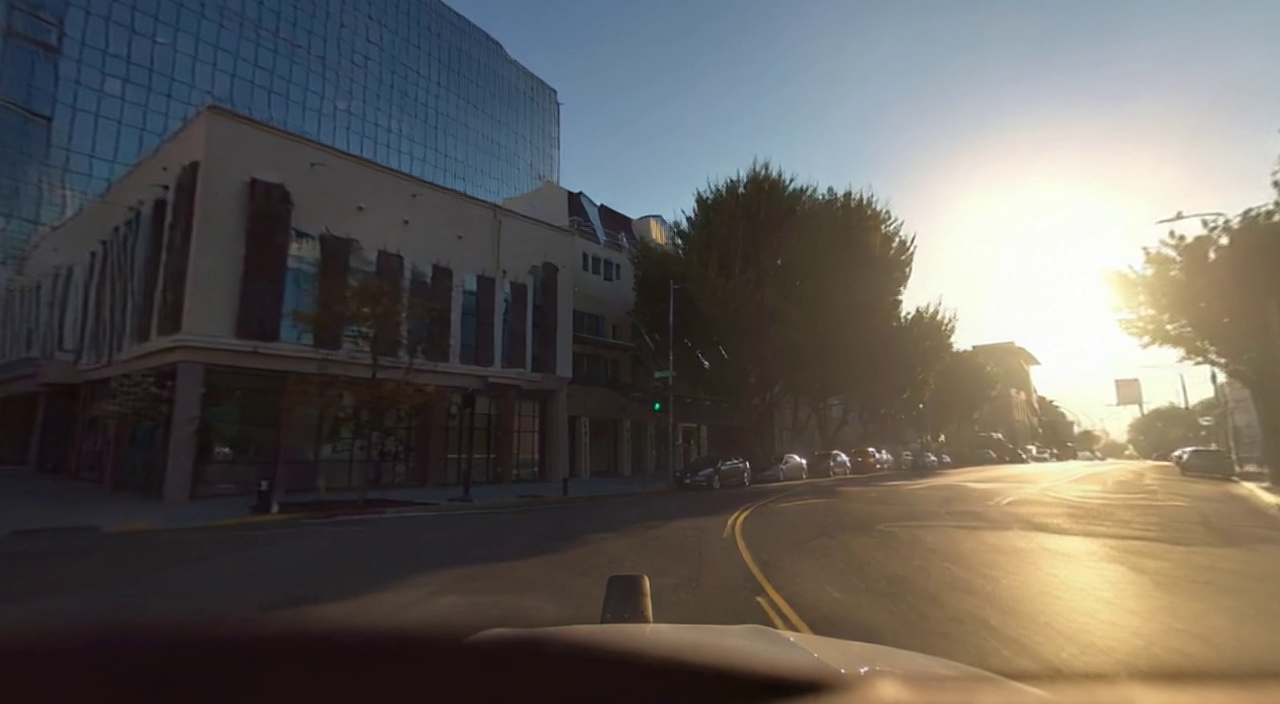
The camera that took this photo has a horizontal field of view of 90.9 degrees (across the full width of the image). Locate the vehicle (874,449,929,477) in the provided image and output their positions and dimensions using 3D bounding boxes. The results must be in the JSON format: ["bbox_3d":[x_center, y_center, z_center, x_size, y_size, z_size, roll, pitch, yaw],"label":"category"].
[{"bbox_3d":[15.456,6.500,37.135,1.852,1.465,4.092,-7,-11,38],"label":"vehicle"}]

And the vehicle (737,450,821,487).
[{"bbox_3d":[7.140,5.839,31.983,2.179,1.658,4.765,-7,-11,39],"label":"vehicle"}]

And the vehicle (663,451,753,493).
[{"bbox_3d":[3.050,5.183,27.653,1.922,1.628,4.291,-7,-11,38],"label":"vehicle"}]

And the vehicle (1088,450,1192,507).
[{"bbox_3d":[15.266,3.808,19.500,2.148,1.488,4.508,-6,-10,35],"label":"vehicle"}]

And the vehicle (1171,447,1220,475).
[{"bbox_3d":[37.996,7.425,43.219,2.189,1.753,4.376,-7,-11,38],"label":"vehicle"}]
